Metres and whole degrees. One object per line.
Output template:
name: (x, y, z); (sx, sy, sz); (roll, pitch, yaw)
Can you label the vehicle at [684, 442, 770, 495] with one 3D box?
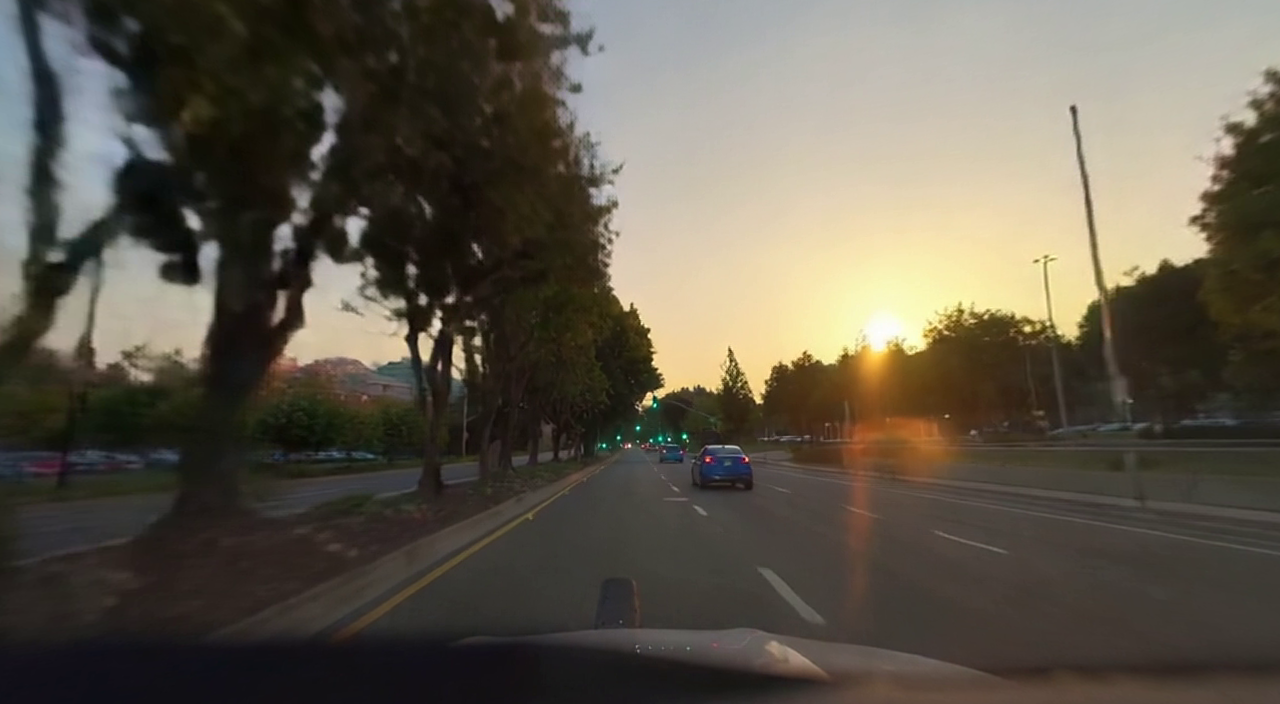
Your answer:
vehicle: (2.641, 3.651, 20.212); (2.056, 1.483, 4.091); (0, -8, -1)
